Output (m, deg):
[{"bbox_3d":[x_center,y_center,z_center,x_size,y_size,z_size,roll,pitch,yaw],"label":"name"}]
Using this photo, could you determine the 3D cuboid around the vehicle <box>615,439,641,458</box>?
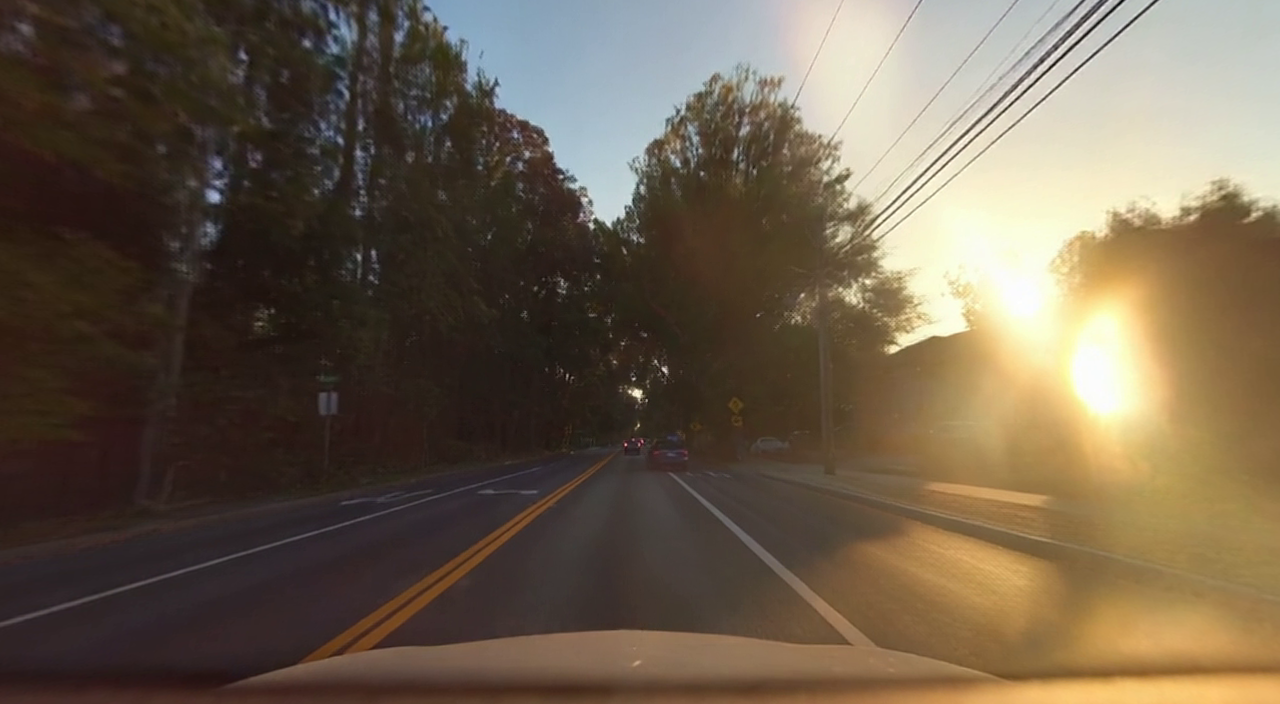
[{"bbox_3d":[-0.907,7.623,49.667,1.927,1.453,3.848,0,-8,0],"label":"vehicle"}]

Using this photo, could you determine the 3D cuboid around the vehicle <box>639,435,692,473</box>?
[{"bbox_3d":[1.017,4.369,27.030,1.975,1.497,3.647,0,-8,-3],"label":"vehicle"}]
